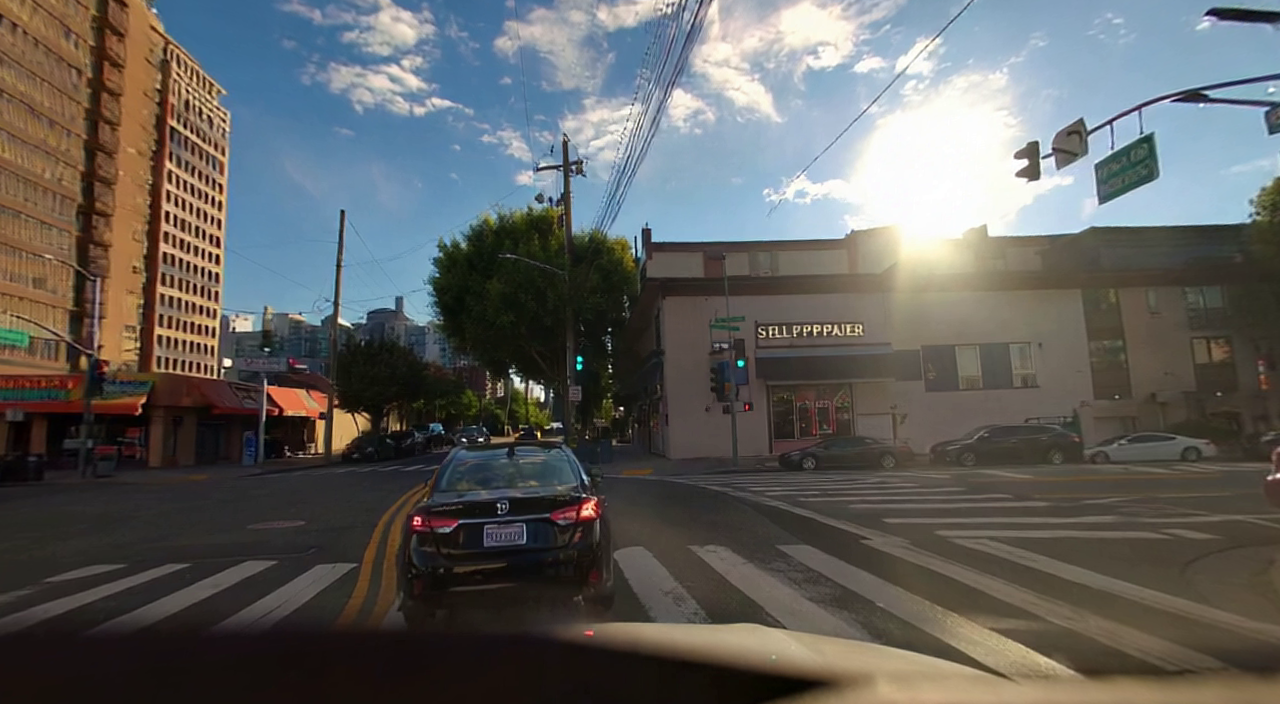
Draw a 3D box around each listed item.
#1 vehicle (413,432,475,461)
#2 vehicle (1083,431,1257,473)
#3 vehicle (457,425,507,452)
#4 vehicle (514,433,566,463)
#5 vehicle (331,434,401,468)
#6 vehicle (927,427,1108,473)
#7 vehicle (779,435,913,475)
[{"bbox_3d":[-10.607,5.151,34.543,2.119,1.485,4.472,0,-8,-2],"label":"vehicle"},{"bbox_3d":[19.627,3.714,23.553,4.782,1.455,1.936,0,-8,-2],"label":"vehicle"},{"bbox_3d":[-10.868,6.051,43.853,2.181,1.723,4.692,0,-8,1],"label":"vehicle"},{"bbox_3d":[-5.225,5.082,33.440,1.892,1.481,4.365,-1,-8,2],"label":"vehicle"},{"bbox_3d":[-15.174,5.455,35.263,1.933,1.461,4.393,-5,-5,0],"label":"vehicle"},{"bbox_3d":[14.049,3.668,23.789,5.420,1.609,2.063,0,-8,1],"label":"vehicle"},{"bbox_3d":[7.703,3.897,23.970,4.426,1.446,1.795,0,-8,0],"label":"vehicle"}]
